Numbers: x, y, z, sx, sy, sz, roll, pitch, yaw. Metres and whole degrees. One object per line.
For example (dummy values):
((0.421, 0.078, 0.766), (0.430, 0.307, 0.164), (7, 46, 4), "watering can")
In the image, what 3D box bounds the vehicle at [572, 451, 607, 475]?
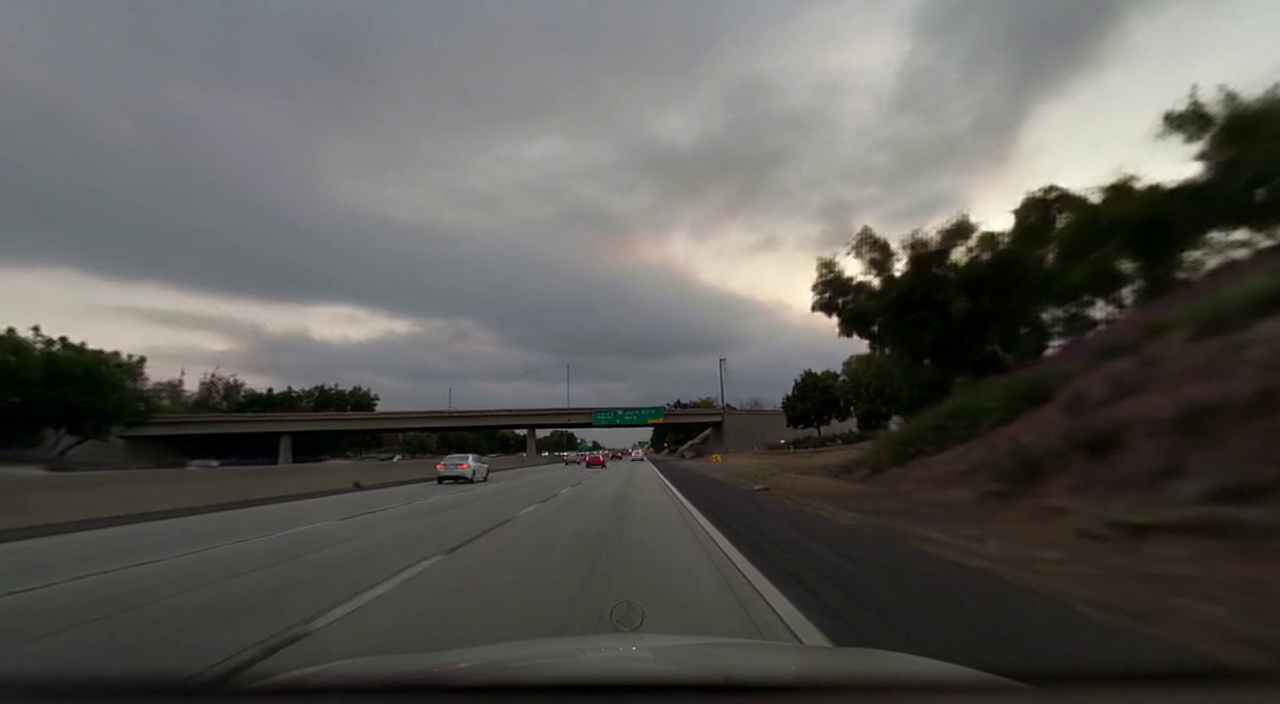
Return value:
((-3.572, 7.918, 45.224), (2.102, 1.571, 4.666), (0, -9, 0), "vehicle")

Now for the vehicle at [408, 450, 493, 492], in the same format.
((-7.567, 4.780, 25.683), (2.002, 1.507, 4.631), (0, -9, 1), "vehicle")
